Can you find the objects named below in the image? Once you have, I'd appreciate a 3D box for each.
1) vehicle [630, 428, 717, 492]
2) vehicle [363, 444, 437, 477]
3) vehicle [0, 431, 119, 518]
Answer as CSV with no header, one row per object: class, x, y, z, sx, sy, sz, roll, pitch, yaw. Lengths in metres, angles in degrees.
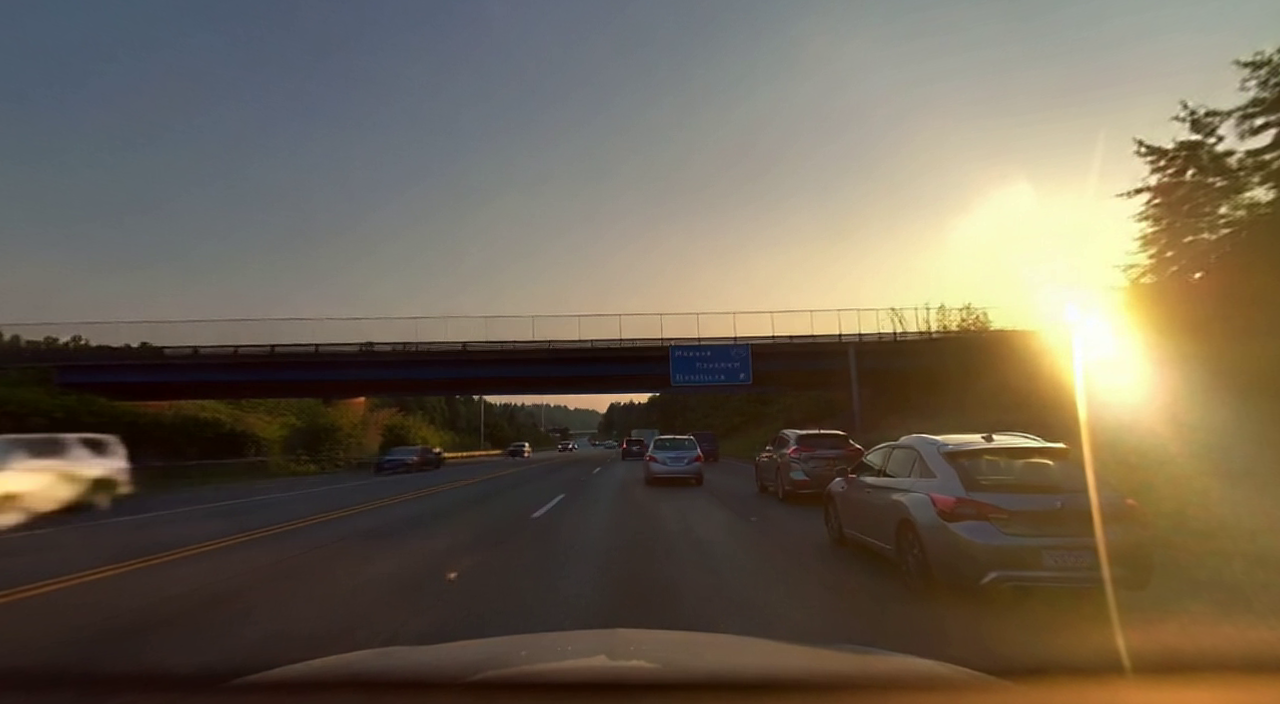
vehicle,0.842,3.105,18.511,2.092,1.636,4.024,0,-8,-4
vehicle,-11.709,5.289,31.033,1.925,1.458,4.438,0,-8,0
vehicle,-14.999,2.663,13.668,2.454,1.868,5.753,-1,-8,0
